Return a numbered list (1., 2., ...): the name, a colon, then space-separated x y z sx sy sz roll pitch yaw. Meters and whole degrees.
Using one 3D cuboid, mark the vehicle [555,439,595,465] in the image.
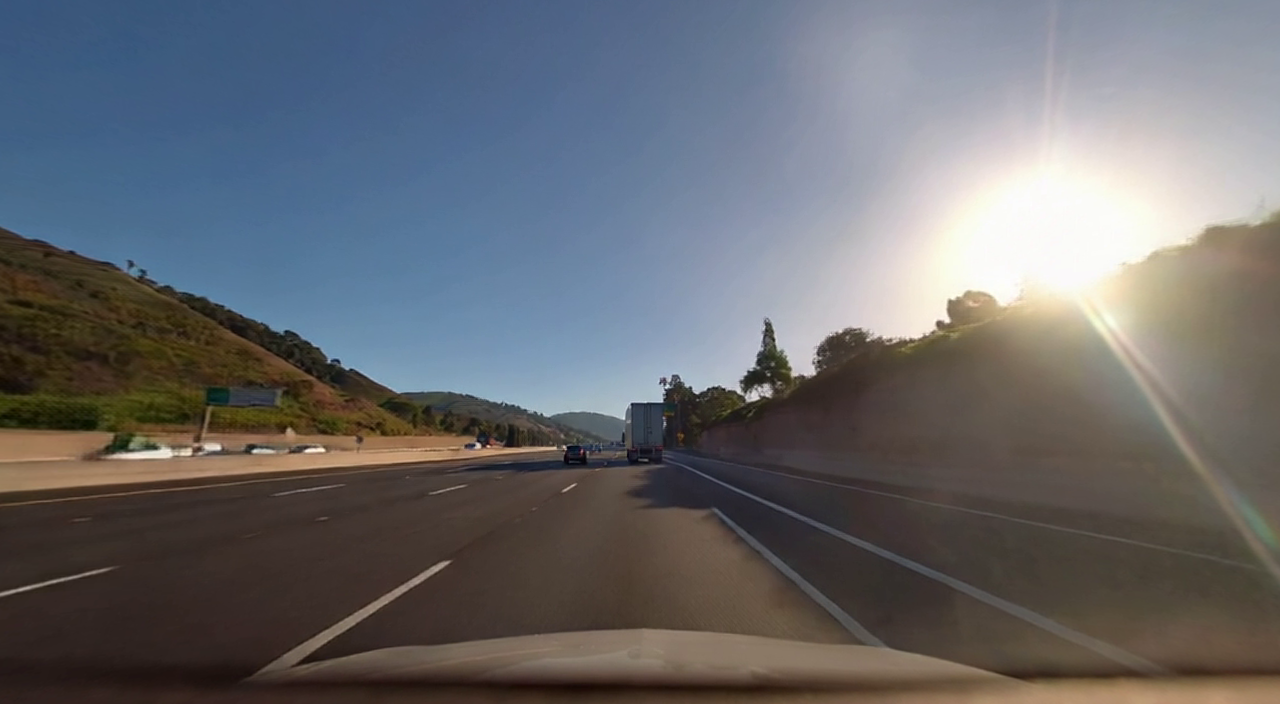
1. vehicle: -3.998 6.255 39.440 1.983 1.508 4.060 0 -9 1
